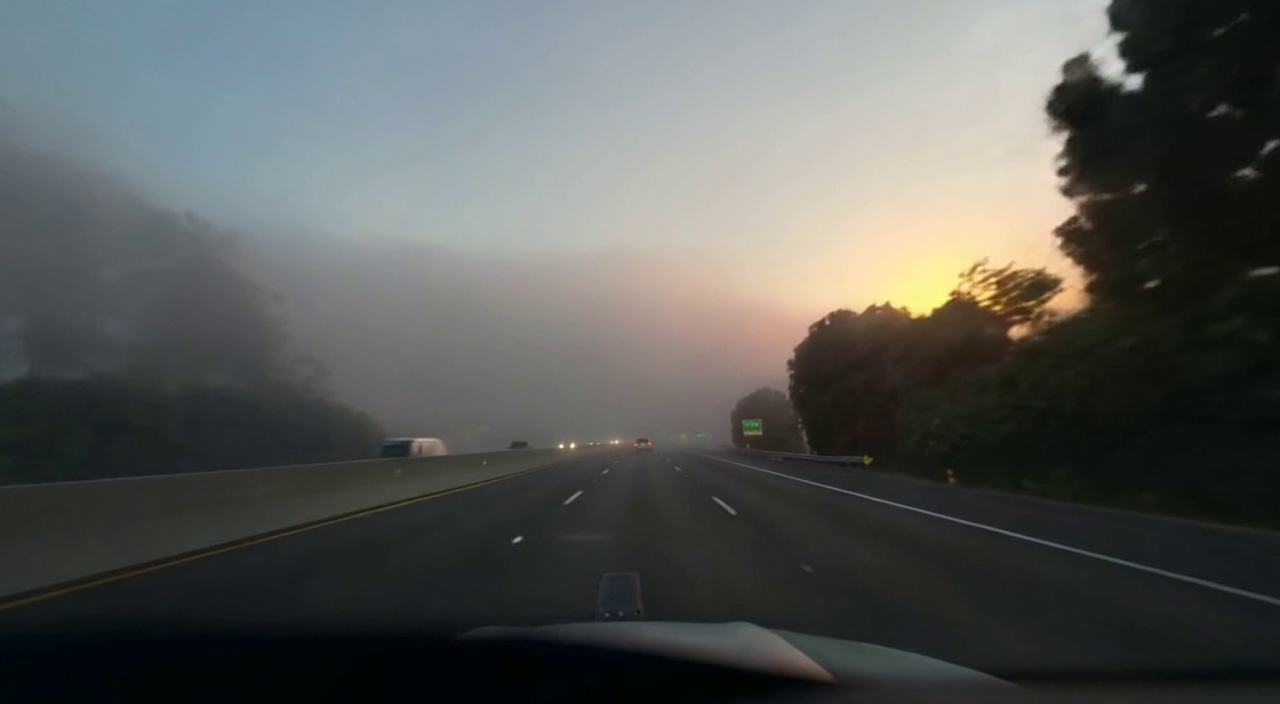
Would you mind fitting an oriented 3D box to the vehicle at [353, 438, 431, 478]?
[{"bbox_3d":[-12.459,5.332,32.041,2.062,1.854,4.799,0,-8,-1],"label":"vehicle"}]
